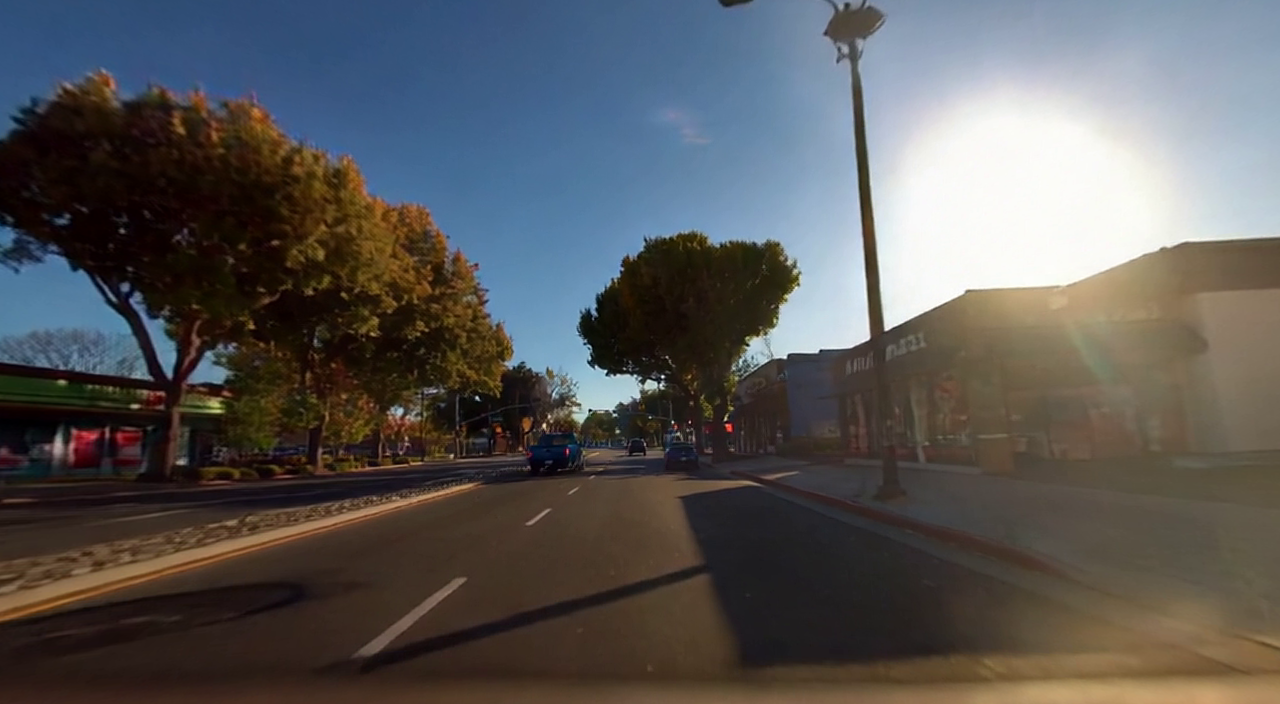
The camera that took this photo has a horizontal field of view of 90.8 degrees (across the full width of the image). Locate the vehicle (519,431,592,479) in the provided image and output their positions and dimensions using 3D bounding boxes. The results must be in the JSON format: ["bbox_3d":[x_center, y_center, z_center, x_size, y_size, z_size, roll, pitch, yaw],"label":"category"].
[{"bbox_3d":[-3.344,4.219,26.113,2.464,1.777,5.128,0,-8,-2],"label":"vehicle"}]

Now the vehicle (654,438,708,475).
[{"bbox_3d":[1.715,4.588,27.888,2.103,1.487,4.101,0,-8,0],"label":"vehicle"}]
